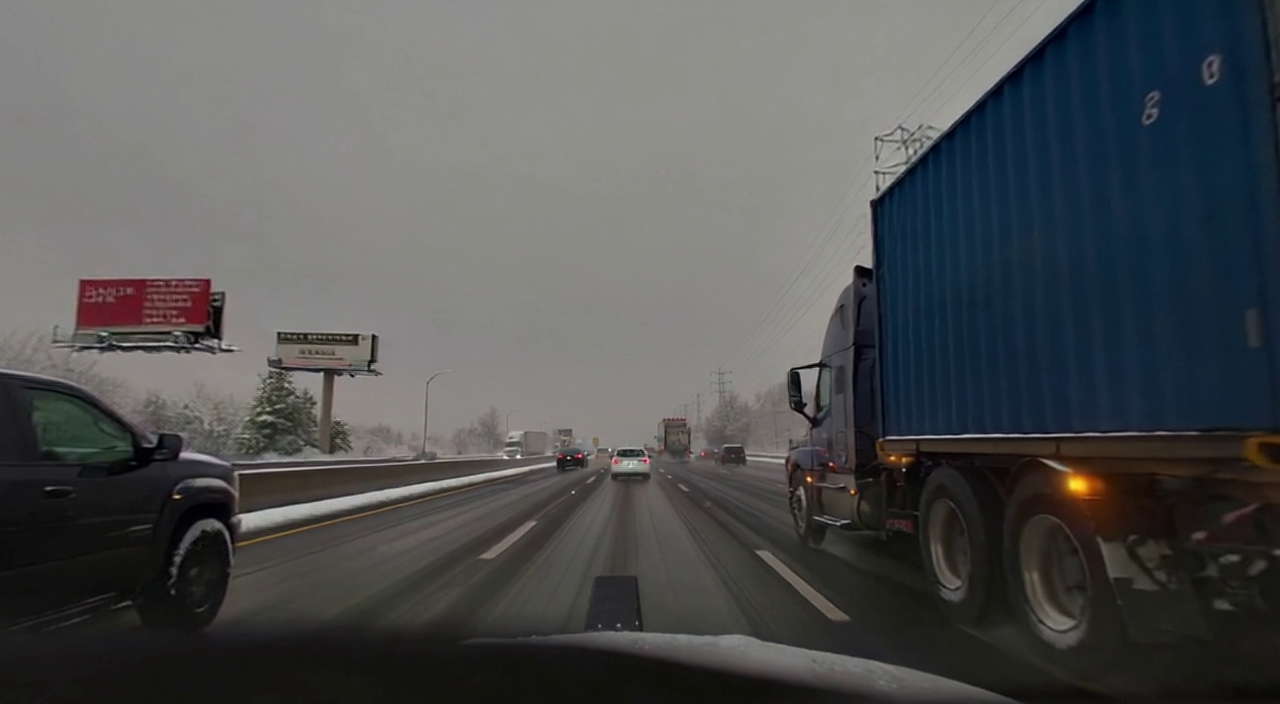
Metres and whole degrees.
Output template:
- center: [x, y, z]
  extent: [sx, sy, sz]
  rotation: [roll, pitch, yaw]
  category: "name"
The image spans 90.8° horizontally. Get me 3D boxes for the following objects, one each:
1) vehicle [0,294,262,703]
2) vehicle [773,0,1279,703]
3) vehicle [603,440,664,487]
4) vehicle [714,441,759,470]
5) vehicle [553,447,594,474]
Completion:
- center: [-4.225, 0.598, 1.961]
  extent: [2.323, 2.046, 6.006]
  rotation: [0, -9, 1]
  category: "vehicle"
- center: [3.444, 0.145, 4.537]
  extent: [3.013, 3.940, 7.933]
  rotation: [0, -9, -1]
  category: "vehicle"
- center: [-0.240, 4.344, 24.957]
  extent: [2.191, 1.685, 4.015]
  rotation: [0, -9, 0]
  category: "vehicle"
- center: [6.956, 7.542, 46.246]
  extent: [2.302, 1.973, 5.502]
  rotation: [0, -9, -1]
  category: "vehicle"
- center: [-3.957, 6.544, 38.272]
  extent: [2.025, 1.498, 4.675]
  rotation: [0, -9, 0]
  category: "vehicle"
